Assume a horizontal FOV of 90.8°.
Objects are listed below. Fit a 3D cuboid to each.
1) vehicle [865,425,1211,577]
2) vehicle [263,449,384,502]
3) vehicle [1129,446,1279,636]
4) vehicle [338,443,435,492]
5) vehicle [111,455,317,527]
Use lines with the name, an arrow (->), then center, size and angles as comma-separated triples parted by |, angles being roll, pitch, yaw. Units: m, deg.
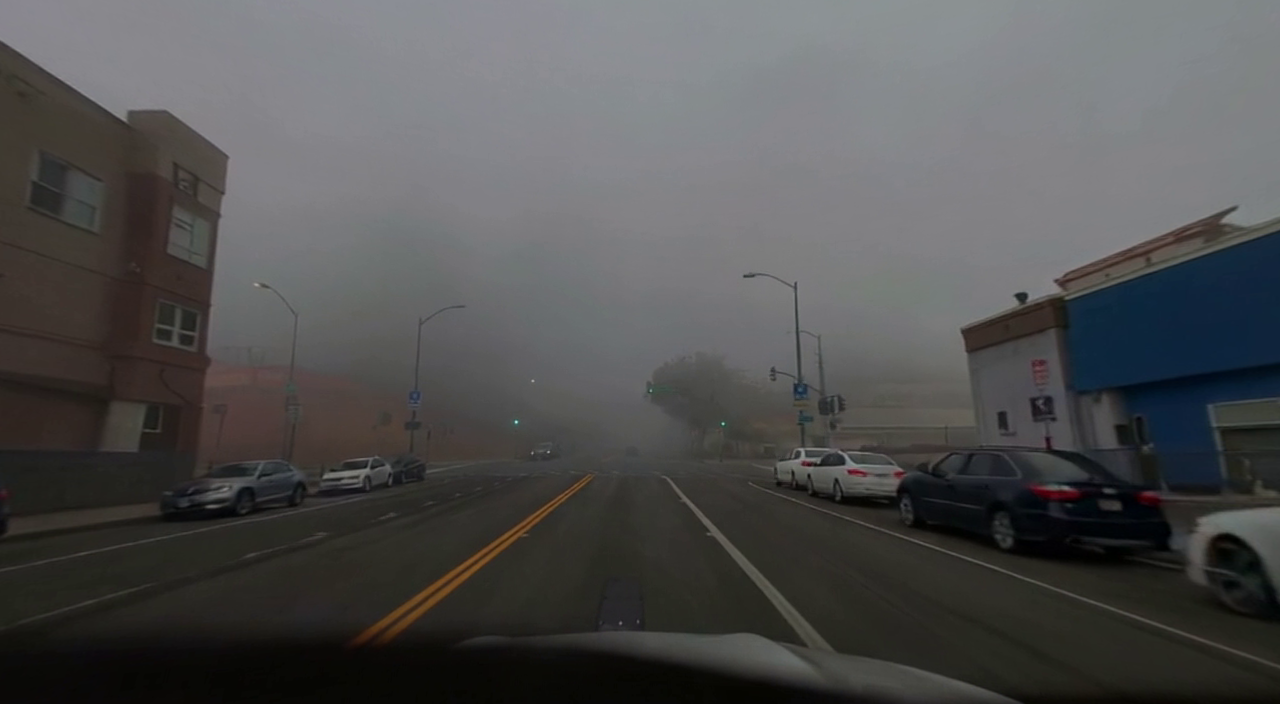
vehicle -> 5.758, 2.166, 10.302 | 2.227, 1.811, 5.172 | 0, -8, -1
vehicle -> -10.212, 3.976, 20.806 | 1.839, 1.502, 4.185 | 0, -8, -1
vehicle -> 6.168, 1.374, 4.008 | 2.038, 1.482, 4.994 | 0, -8, -2
vehicle -> -10.201, 4.646, 25.913 | 1.967, 1.749, 4.841 | 0, -8, 0
vehicle -> -10.173, 3.315, 15.650 | 1.953, 1.387, 4.529 | 0, -8, 0
